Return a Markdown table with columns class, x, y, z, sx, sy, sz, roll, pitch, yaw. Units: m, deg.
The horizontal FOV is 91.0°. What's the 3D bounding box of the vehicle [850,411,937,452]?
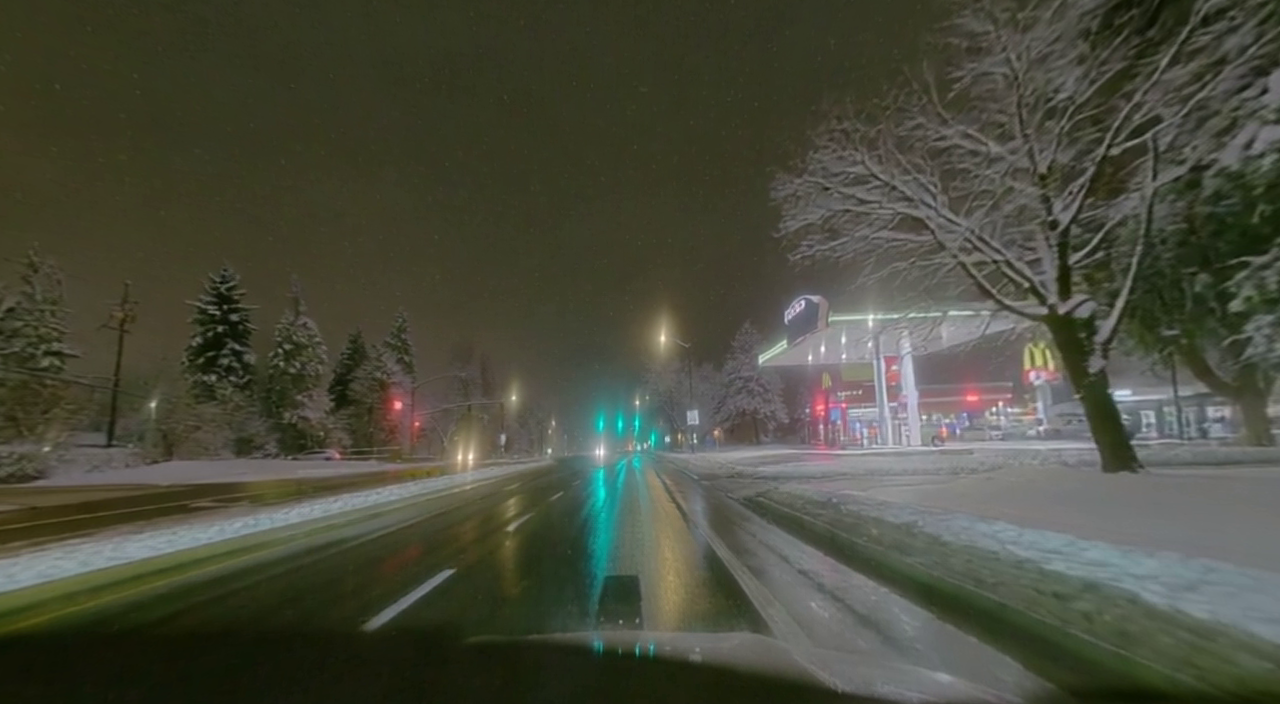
| class | x | y | z | sx | sy | sz | roll | pitch | yaw |
| --- | --- | --- | --- | --- | --- | --- | --- | --- | --- |
| vehicle | 16.026 | 5.075 | 39.661 | 5.529 | 2.395 | 2.399 | 6 | -10 | -35 |
